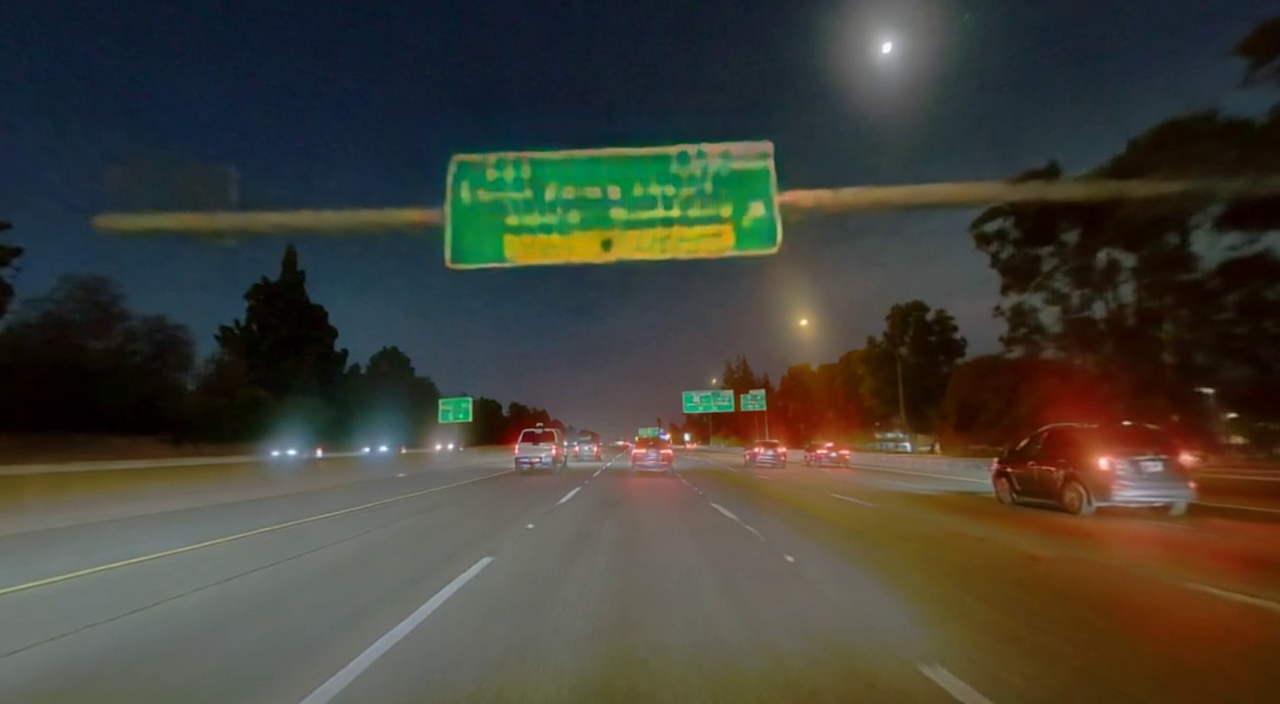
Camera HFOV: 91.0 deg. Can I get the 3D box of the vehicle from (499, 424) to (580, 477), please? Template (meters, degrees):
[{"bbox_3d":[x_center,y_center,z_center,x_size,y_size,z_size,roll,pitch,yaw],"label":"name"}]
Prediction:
[{"bbox_3d":[-3.667,3.724,23.933,2.199,1.777,4.790,0,-9,1],"label":"vehicle"}]

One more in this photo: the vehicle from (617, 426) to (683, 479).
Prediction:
[{"bbox_3d":[0.377,3.654,23.062,2.181,1.728,3.970,0,-9,1],"label":"vehicle"}]

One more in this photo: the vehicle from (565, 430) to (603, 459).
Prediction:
[{"bbox_3d":[-4.250,7.189,48.941,2.317,2.049,5.746,0,-9,1],"label":"vehicle"}]

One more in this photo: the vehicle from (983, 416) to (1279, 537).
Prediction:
[{"bbox_3d":[7.716,1.930,10.273,1.989,1.569,3.964,0,-9,0],"label":"vehicle"}]

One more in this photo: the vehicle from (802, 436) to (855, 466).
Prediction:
[{"bbox_3d":[11.921,6.287,40.071,2.010,1.765,4.375,0,-9,0],"label":"vehicle"}]

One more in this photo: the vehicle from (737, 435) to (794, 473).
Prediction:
[{"bbox_3d":[6.120,5.020,31.144,2.022,1.682,4.226,0,-9,1],"label":"vehicle"}]
